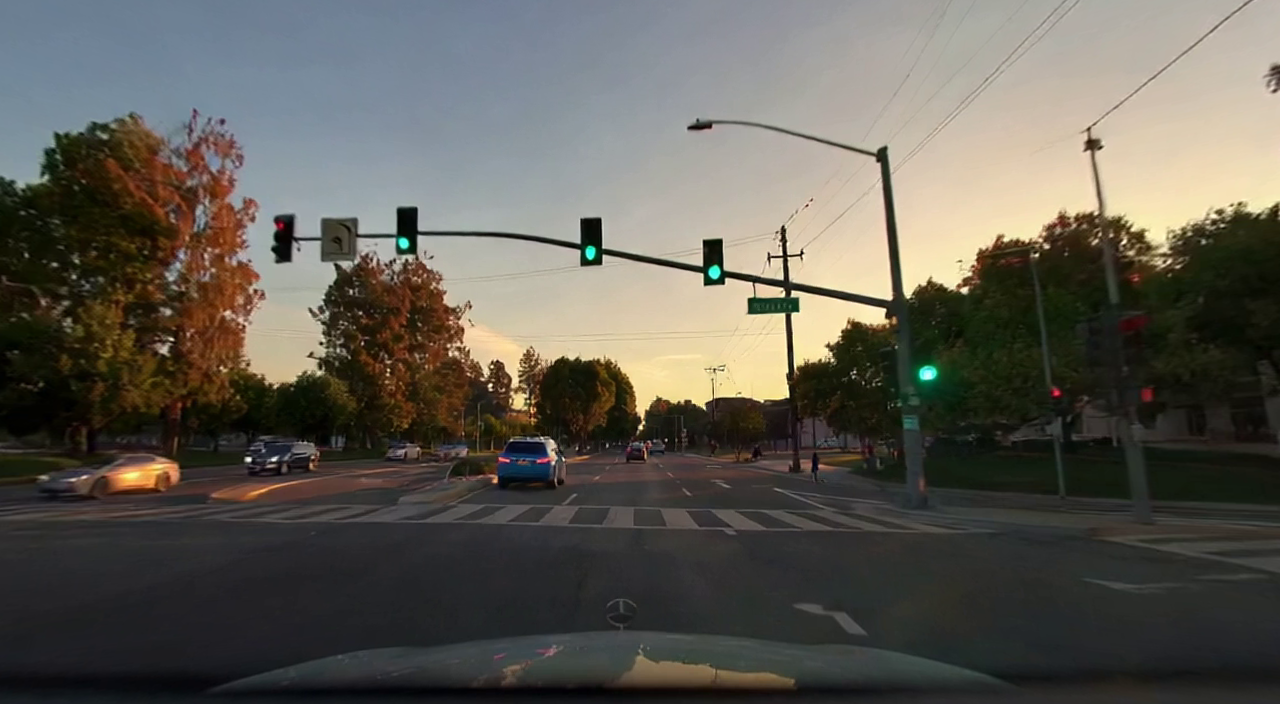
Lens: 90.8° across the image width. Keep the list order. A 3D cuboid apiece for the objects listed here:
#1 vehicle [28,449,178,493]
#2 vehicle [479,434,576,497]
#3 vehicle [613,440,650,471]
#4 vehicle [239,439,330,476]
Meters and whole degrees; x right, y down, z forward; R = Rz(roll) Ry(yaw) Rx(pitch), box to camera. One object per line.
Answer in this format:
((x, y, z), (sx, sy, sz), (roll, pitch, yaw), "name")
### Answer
((-19.805, 4.370, 23.610), (1.741, 1.434, 4.383), (0, -9, 0), "vehicle")
((-3.333, 3.472, 19.648), (2.174, 1.703, 4.231), (0, -9, 1), "vehicle")
((-0.522, 6.254, 38.284), (2.077, 1.773, 4.257), (0, -9, -1), "vehicle")
((-19.571, 5.806, 35.089), (2.090, 1.868, 4.941), (0, -9, 0), "vehicle")
